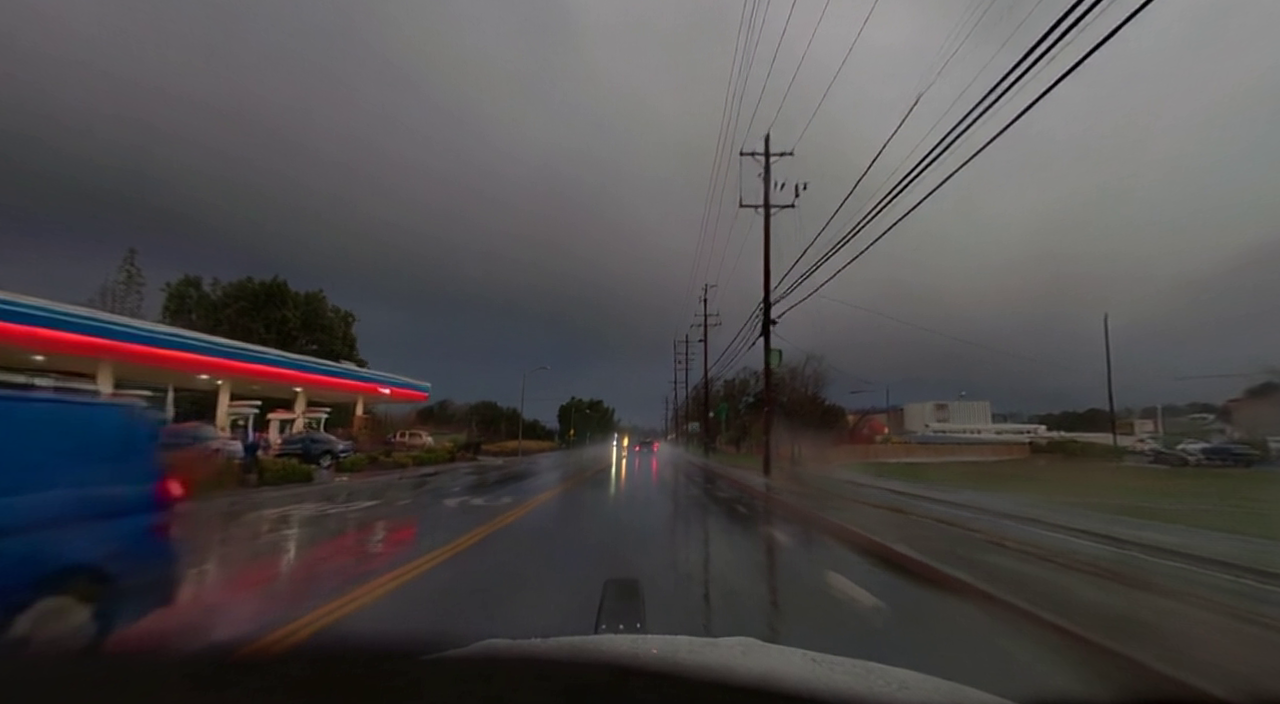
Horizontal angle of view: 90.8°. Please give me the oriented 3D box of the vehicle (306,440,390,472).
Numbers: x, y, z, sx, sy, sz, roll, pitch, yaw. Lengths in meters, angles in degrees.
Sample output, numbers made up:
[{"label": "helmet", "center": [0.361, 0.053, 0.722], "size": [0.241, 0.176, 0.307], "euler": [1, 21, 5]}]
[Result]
[{"label": "vehicle", "center": [-14.058, 5.011, 30.769], "size": [1.947, 1.435, 4.606], "euler": [0, -8, -1]}]

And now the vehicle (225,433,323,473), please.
[{"label": "vehicle", "center": [-17.169, 4.726, 29.910], "size": [1.928, 1.708, 4.344], "euler": [0, -8, 1]}]

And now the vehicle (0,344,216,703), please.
[{"label": "vehicle", "center": [-4.157, 0.752, 1.962], "size": [2.274, 1.844, 4.843], "euler": [0, -8, 0]}]
